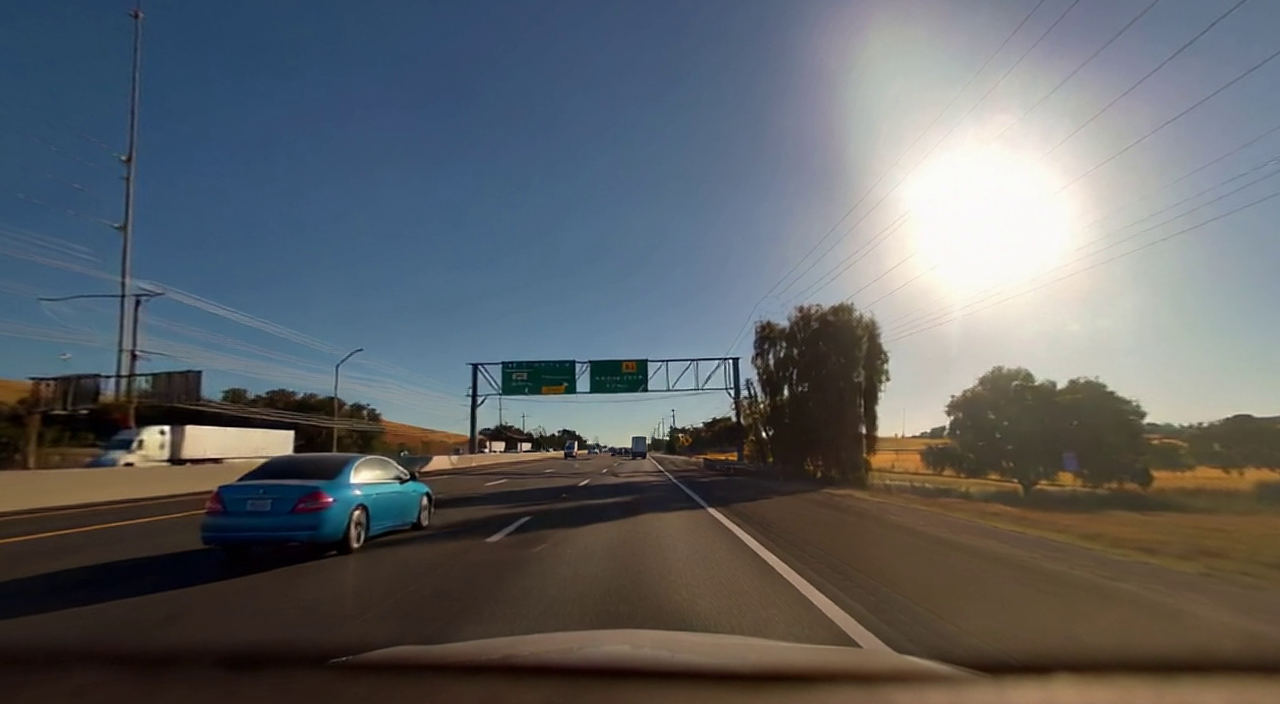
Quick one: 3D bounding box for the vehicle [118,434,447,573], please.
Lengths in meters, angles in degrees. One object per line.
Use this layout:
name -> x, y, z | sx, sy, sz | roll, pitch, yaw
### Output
vehicle -> -4.606, 2.000, 9.166 | 2.104, 1.501, 4.459 | 0, -9, 1

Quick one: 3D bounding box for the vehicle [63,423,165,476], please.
vehicle -> -40.683, 7.579, 48.999 | 2.871, 3.889, 5.491 | 0, -9, 0
